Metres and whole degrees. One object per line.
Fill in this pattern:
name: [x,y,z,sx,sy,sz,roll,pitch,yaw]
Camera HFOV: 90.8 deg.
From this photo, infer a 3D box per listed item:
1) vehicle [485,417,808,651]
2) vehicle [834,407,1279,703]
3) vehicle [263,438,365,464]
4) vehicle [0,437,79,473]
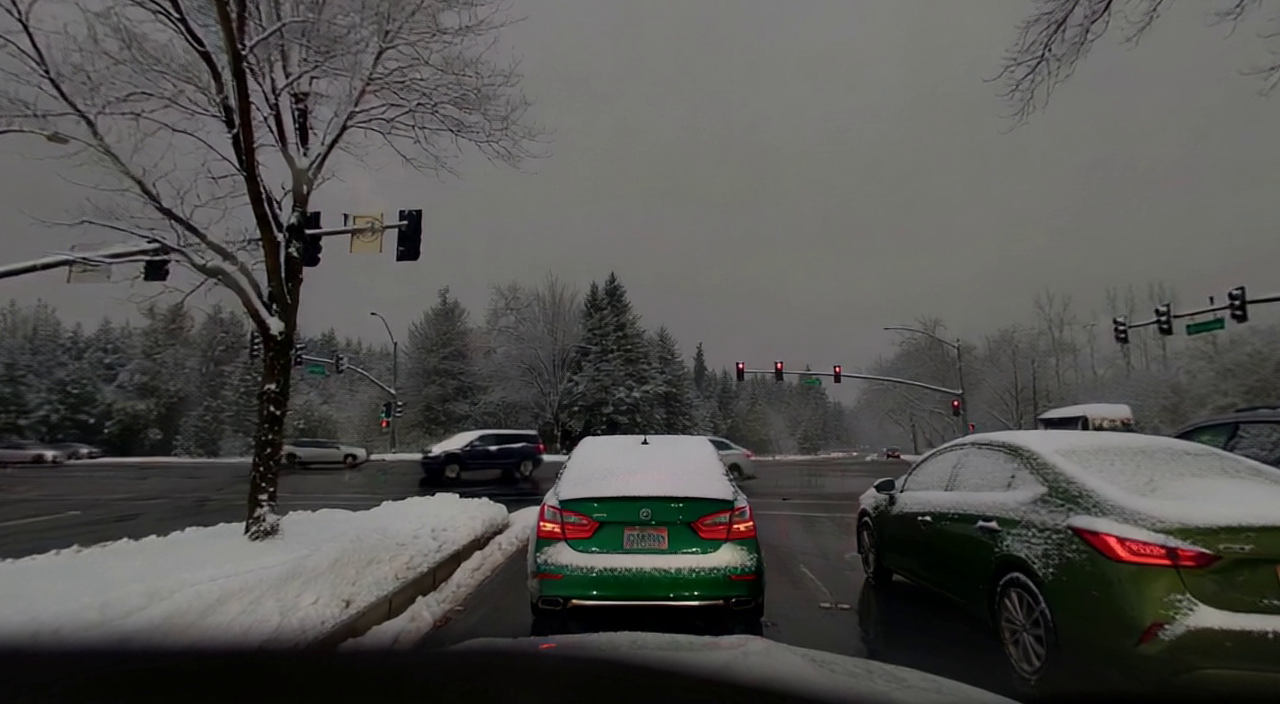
vehicle: [0.035,1.463,6.138,2.026,1.458,4.175,0,-9,0]
vehicle: [3.104,1.300,4.839,1.861,1.479,4.371,0,-9,0]
vehicle: [-19.050,5.794,37.063,4.828,1.467,1.963,0,-8,1]
vehicle: [-30.412,4.990,30.782,4.517,1.637,1.935,-1,-9,8]
